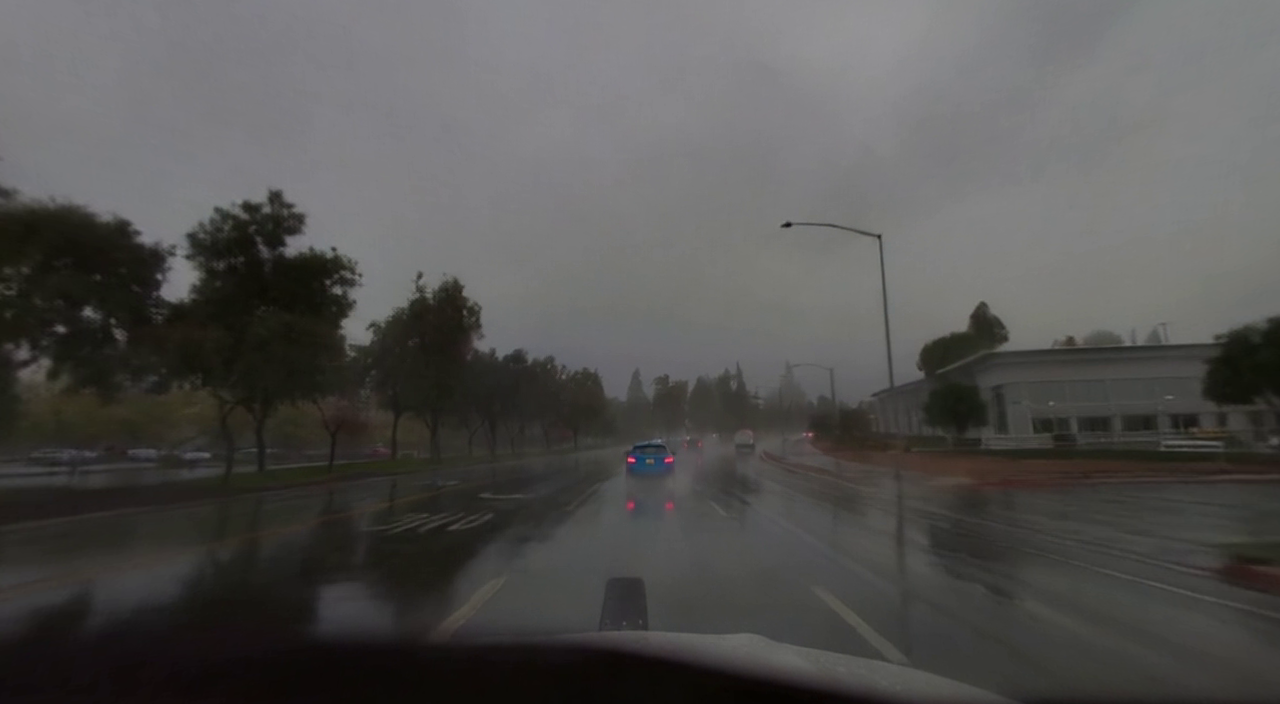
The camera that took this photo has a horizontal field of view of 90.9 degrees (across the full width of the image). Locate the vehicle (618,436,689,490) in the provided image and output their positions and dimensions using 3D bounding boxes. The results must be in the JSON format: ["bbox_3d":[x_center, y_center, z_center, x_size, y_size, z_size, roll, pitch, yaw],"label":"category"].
[{"bbox_3d":[0.417,3.457,19.951,2.010,1.535,3.735,0,-8,1],"label":"vehicle"}]
